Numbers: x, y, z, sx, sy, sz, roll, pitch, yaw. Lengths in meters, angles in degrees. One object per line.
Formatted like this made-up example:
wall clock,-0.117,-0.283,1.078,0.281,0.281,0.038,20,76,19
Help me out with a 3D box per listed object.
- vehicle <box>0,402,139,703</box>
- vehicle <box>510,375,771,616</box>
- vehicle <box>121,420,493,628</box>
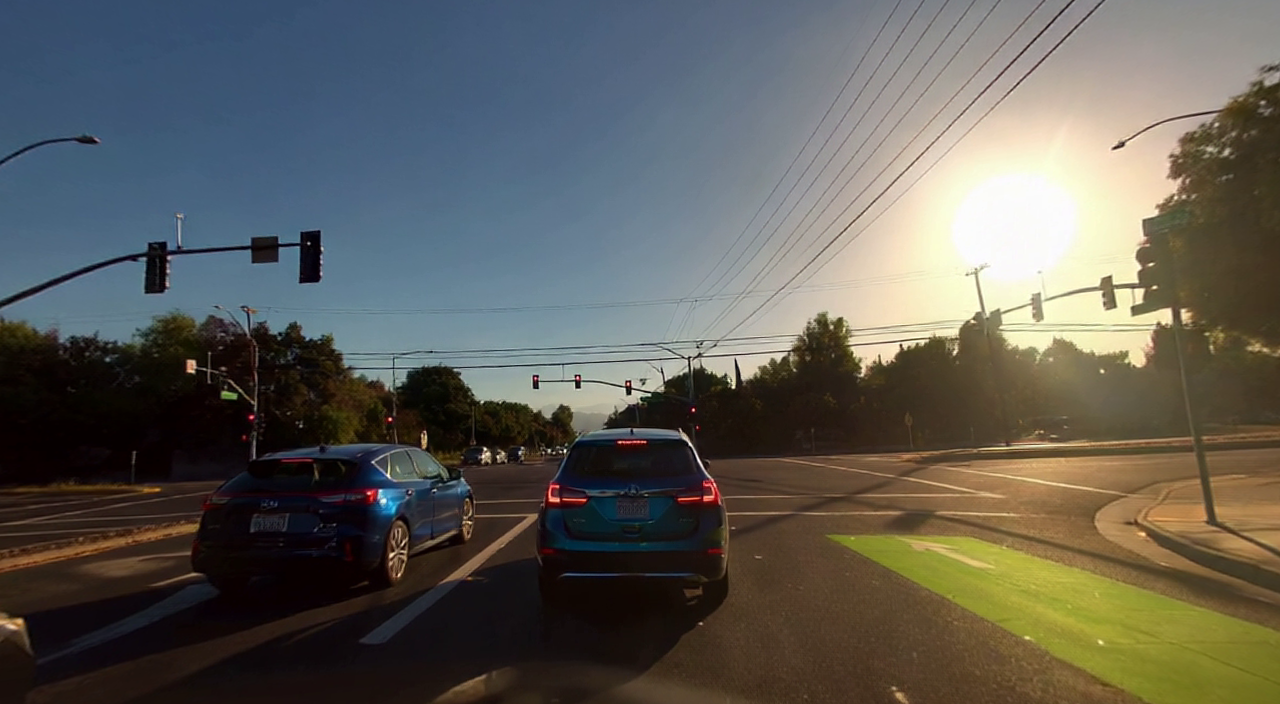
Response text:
vehicle,-3.482,0.651,0.317,2.138,1.488,5.327,0,-8,0
vehicle,-0.032,1.562,7.645,2.036,1.885,5.196,0,-10,-1
vehicle,-2.915,1.593,6.646,1.726,1.506,3.840,0,-10,1
